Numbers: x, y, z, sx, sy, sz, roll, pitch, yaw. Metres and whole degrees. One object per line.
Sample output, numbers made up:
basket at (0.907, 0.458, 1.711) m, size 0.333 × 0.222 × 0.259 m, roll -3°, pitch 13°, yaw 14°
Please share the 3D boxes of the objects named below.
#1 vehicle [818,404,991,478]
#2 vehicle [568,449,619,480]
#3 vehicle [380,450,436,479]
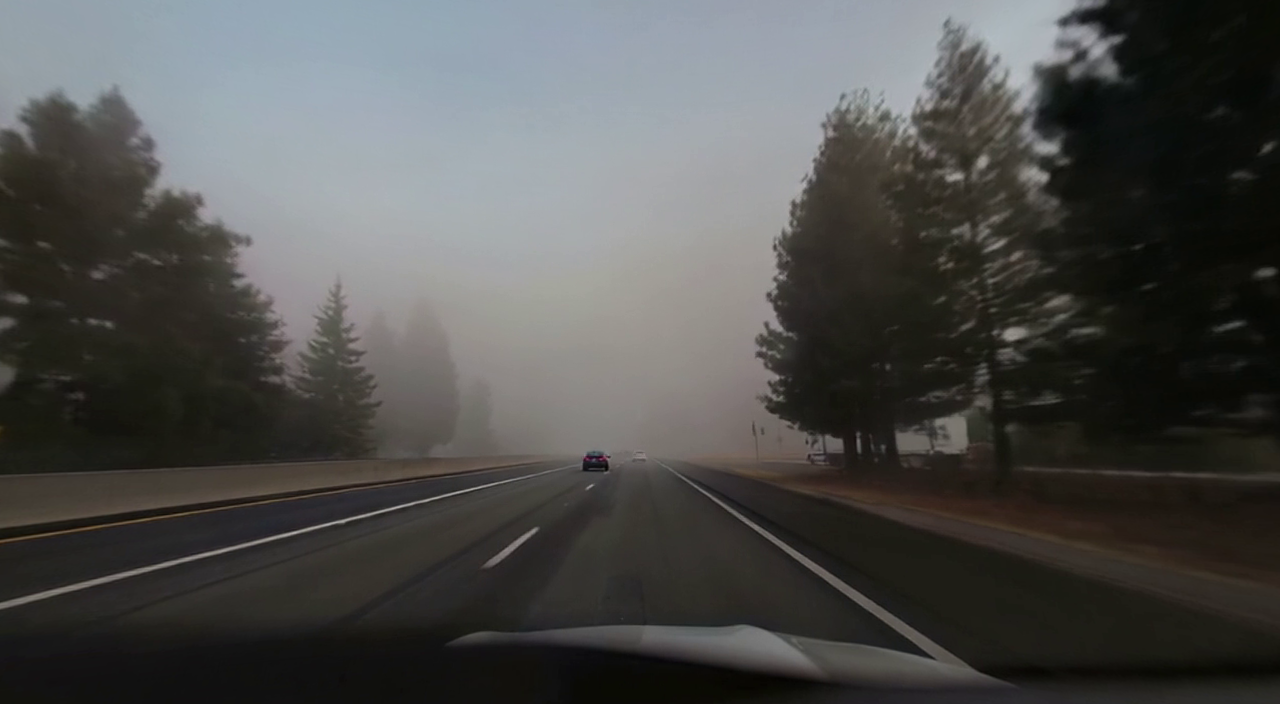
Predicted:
vehicle at (17.564, 6.168, 44.197) m, size 2.859 × 4.163 × 14.784 m, roll -1°, pitch -7°, yaw -12°
vehicle at (-2.305, 5.790, 32.853) m, size 2.170 × 1.451 × 4.584 m, roll 0°, pitch -9°, yaw 2°
vehicle at (-13.144, 6.377, 35.935) m, size 1.751 × 1.466 × 3.977 m, roll -3°, pitch -9°, yaw -1°
